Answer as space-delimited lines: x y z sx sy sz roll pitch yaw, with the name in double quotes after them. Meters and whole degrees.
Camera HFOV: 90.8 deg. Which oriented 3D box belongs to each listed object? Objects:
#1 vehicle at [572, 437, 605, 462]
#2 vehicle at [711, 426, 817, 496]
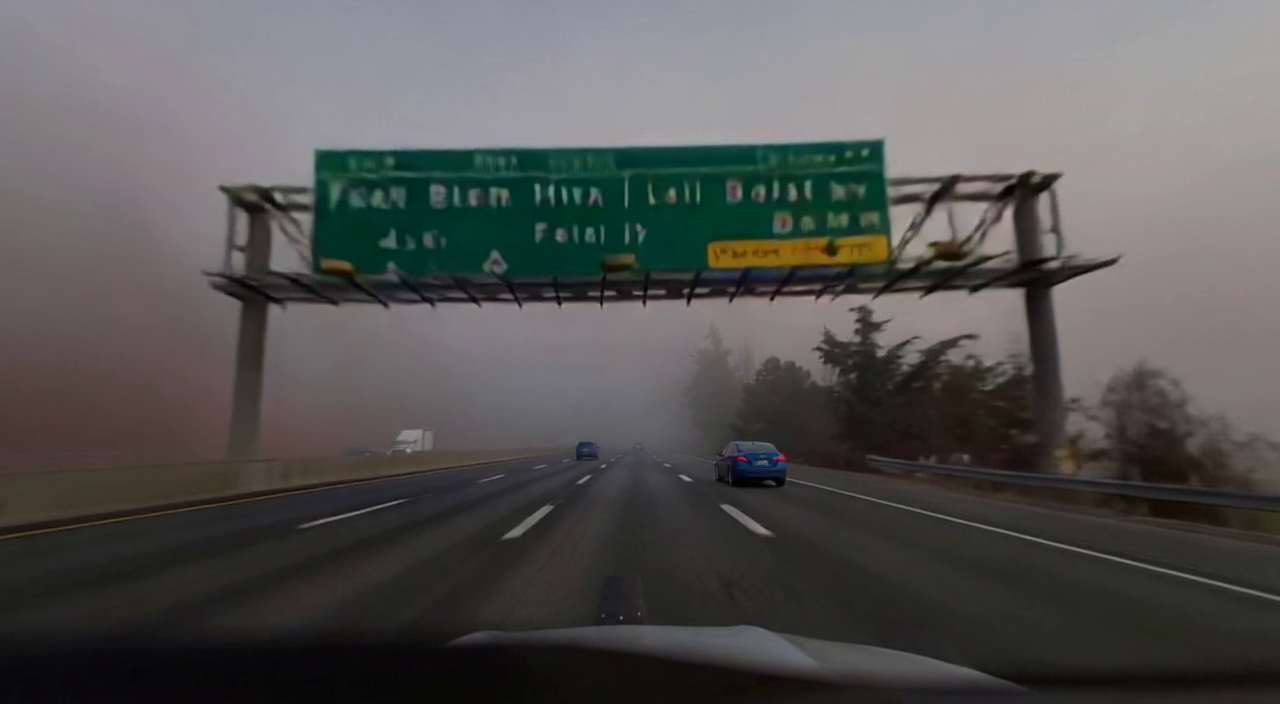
-3.894 7.467 48.424 2.173 1.793 4.564 0 -9 0 "vehicle"
3.305 3.026 17.759 2.053 1.714 4.097 0 -9 -2 "vehicle"
